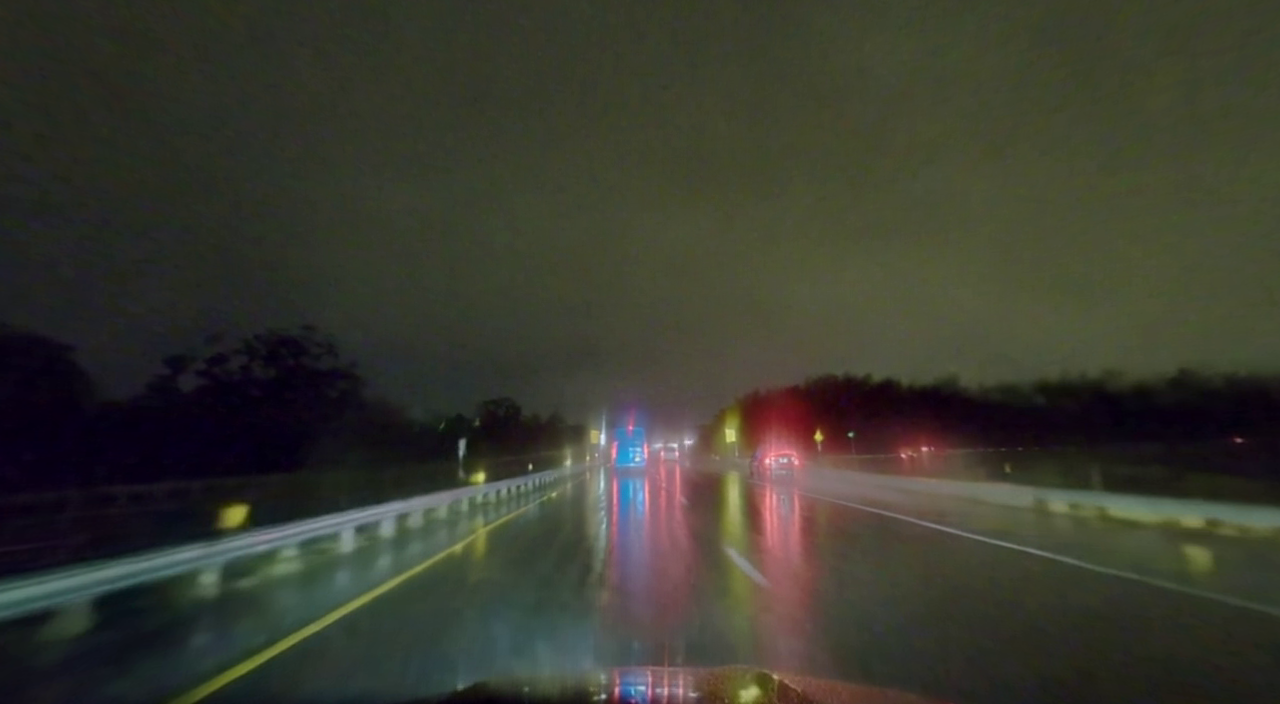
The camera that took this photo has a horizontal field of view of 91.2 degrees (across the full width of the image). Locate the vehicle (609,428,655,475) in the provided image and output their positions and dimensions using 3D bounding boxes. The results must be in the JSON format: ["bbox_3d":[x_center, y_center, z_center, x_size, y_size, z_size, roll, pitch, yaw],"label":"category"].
[{"bbox_3d":[-0.496,5.968,37.739,2.560,2.598,5.581,0,-9,-1],"label":"vehicle"}]
